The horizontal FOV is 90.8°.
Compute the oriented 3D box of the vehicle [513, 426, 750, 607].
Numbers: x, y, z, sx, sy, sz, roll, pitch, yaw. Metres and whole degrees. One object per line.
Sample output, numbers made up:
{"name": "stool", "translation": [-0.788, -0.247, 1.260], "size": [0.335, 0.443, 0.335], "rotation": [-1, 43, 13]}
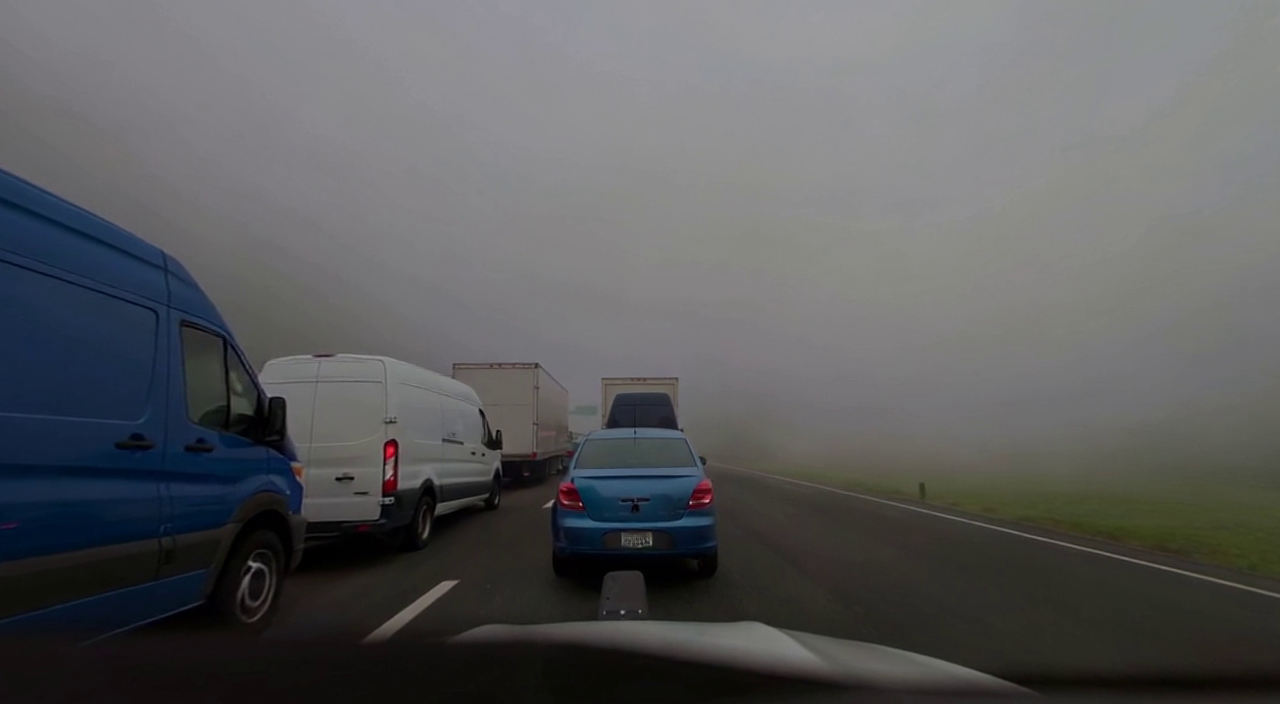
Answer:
{"name": "vehicle", "translation": [-0.102, 1.657, 7.094], "size": [1.995, 1.495, 3.380], "rotation": [0, -9, -1]}

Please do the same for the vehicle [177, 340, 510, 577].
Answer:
{"name": "vehicle", "translation": [-4.014, 1.692, 10.557], "size": [2.349, 2.643, 6.807], "rotation": [0, -9, -1]}

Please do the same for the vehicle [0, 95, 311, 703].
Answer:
{"name": "vehicle", "translation": [-4.094, 0.175, 2.368], "size": [2.254, 2.879, 6.656], "rotation": [0, -9, -2]}
